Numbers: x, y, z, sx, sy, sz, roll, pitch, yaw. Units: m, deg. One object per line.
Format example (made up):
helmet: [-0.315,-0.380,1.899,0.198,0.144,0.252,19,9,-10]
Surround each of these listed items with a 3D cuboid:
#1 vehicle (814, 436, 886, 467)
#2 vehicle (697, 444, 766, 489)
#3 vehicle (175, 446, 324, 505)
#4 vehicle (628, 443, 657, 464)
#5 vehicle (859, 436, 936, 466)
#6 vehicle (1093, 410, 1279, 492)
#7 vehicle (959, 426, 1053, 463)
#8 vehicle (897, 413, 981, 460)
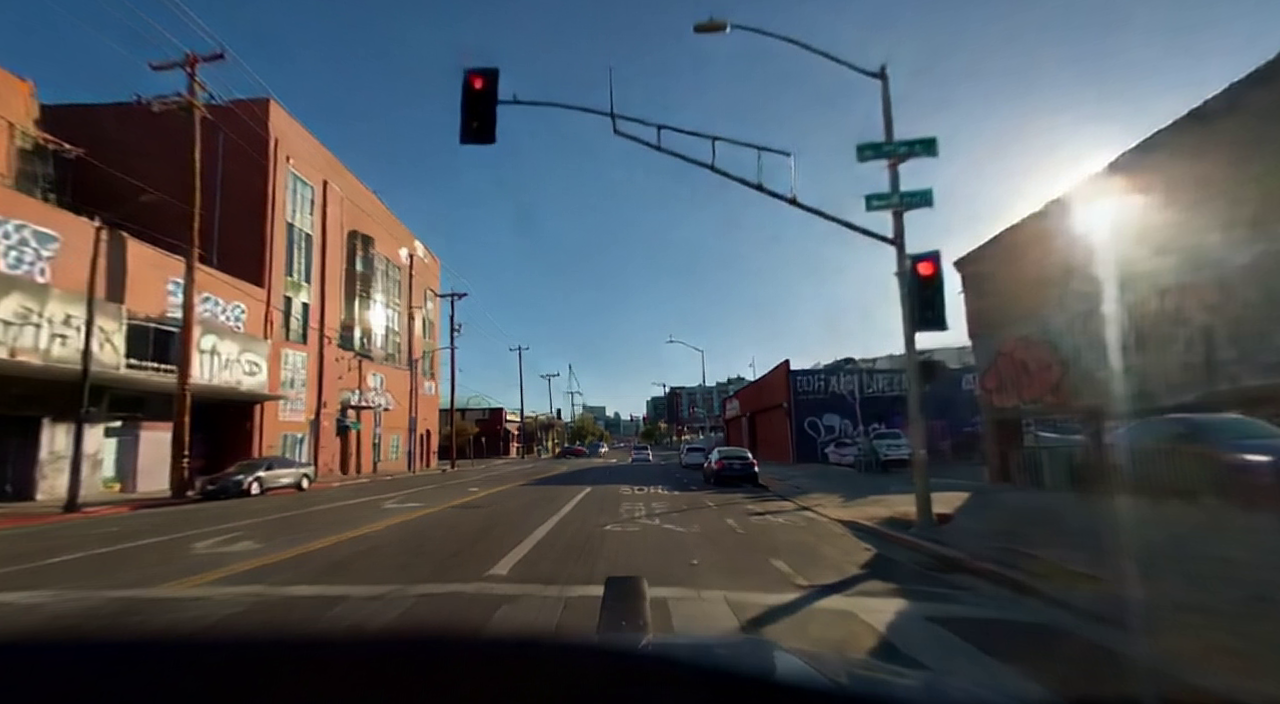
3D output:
vehicle: [11.037,5.268,33.377,1.956,1.514,4.862,0,-8,-2]
vehicle: [3.379,4.321,24.038,2.062,1.535,4.206,0,-8,0]
vehicle: [-15.192,4.781,24.967,2.048,1.814,5.998,-6,-8,1]
vehicle: [0.225,7.814,48.424,2.153,1.505,4.452,0,-8,0]
vehicle: [13.410,5.166,33.010,1.819,1.450,4.707,0,-8,-4]
vehicle: [12.447,2.102,13.430,4.312,1.578,2.006,-6,-10,35]
vehicle: [18.353,4.659,31.772,2.002,1.731,4.413,0,-8,-1]
vehicle: [15.747,4.522,33.405,1.969,2.282,4.731,0,-8,-2]
